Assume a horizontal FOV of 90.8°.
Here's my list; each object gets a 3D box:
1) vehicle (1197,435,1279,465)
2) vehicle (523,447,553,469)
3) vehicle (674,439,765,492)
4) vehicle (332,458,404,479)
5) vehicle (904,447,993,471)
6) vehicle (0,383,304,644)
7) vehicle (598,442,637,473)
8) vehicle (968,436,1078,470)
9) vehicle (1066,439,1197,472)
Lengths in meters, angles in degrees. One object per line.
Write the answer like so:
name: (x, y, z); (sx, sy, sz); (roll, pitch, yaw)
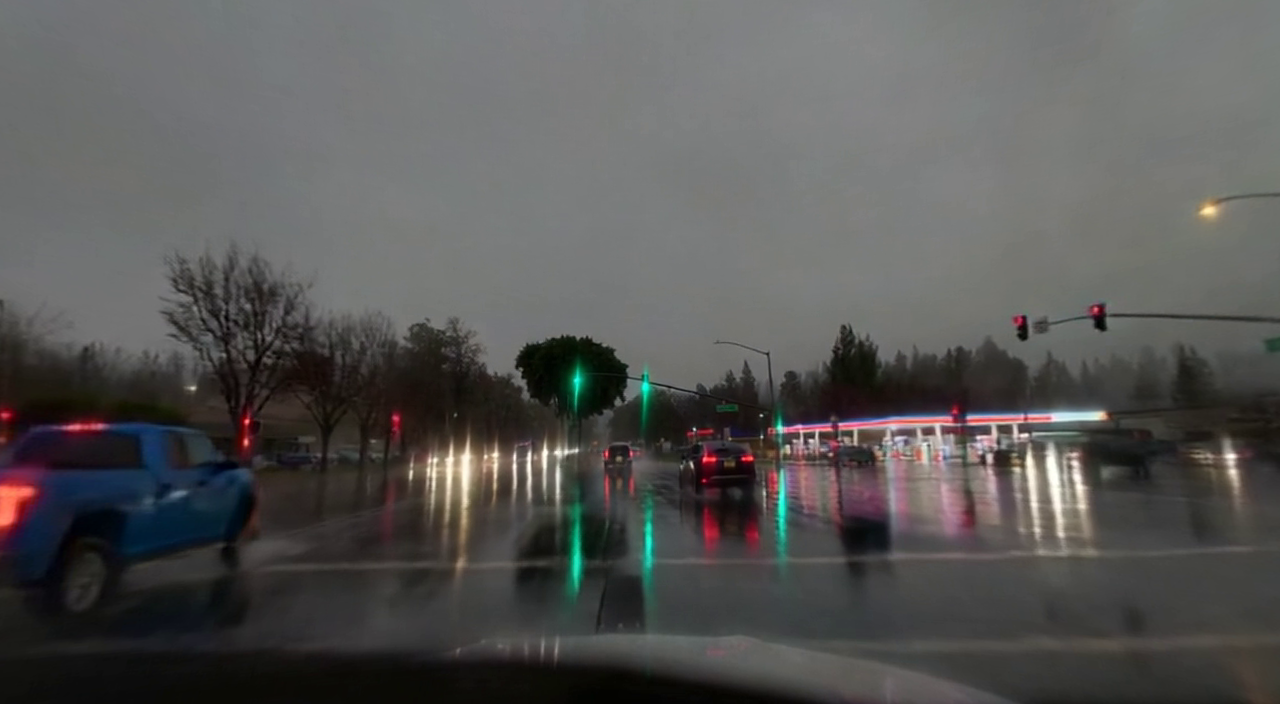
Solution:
vehicle: (36.979, 5.933, 38.366); (4.718, 1.706, 1.928); (1, -9, -9)
vehicle: (-7.871, 8.110, 48.583); (1.972, 1.466, 4.493); (2, -8, -12)
vehicle: (2.369, 3.559, 20.166); (2.061, 1.487, 4.462); (0, -9, -4)
vehicle: (-19.825, 8.490, 46.192); (4.428, 1.416, 1.759); (0, -9, 0)
vehicle: (19.889, 6.894, 40.883); (4.637, 1.443, 2.050); (0, -8, -1)
vehicle: (-5.698, 1.579, 7.338); (2.195, 1.905, 5.634); (3, -9, -19)
vehicle: (-1.310, 5.837, 35.173); (2.029, 1.605, 3.827); (0, -9, -4)
vehicle: (21.775, 5.745, 36.033); (4.950, 1.760, 2.213); (1, -9, -9)
vehicle: (23.003, 4.852, 29.643); (4.789, 1.455, 1.986); (1, -9, -9)
